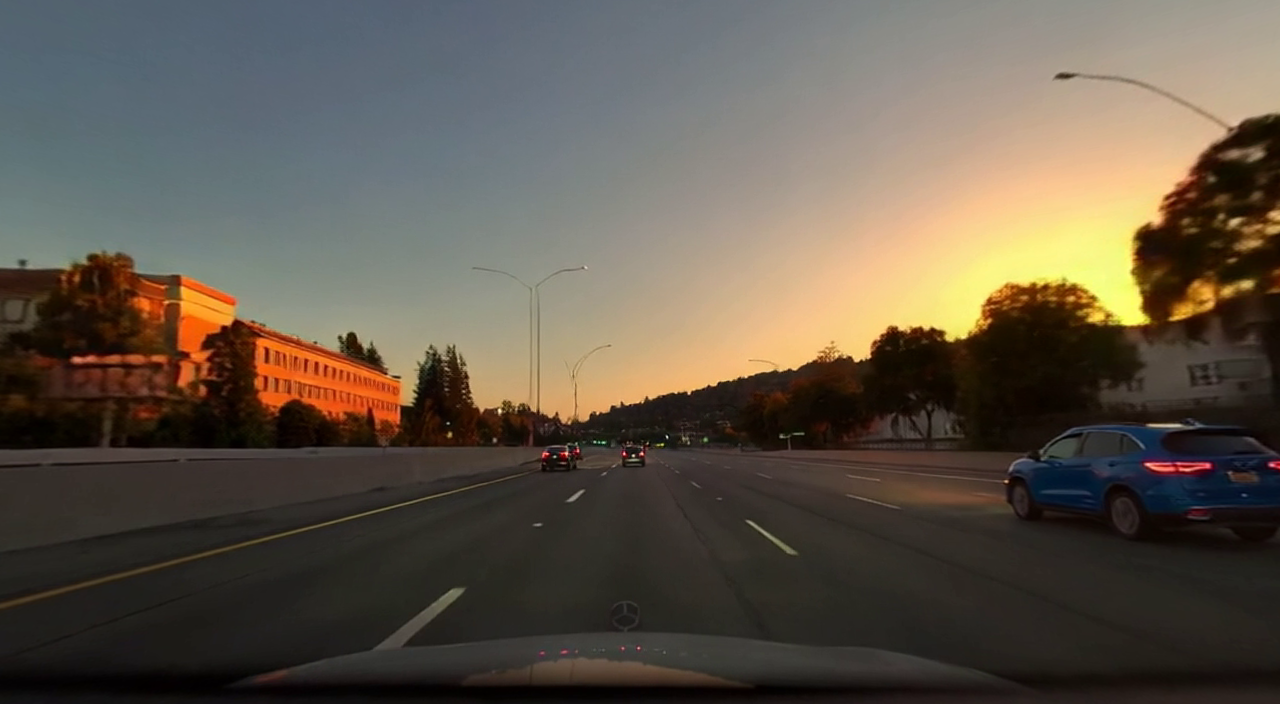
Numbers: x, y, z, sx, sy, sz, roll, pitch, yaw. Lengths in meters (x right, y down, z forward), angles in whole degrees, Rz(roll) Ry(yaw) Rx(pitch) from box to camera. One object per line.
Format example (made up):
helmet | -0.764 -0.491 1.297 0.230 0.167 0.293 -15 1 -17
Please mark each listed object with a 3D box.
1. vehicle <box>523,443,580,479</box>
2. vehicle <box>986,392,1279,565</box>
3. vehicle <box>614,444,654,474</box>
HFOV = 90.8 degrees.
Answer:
vehicle | -3.908 4.904 28.712 1.886 1.465 4.625 0 -9 0
vehicle | 7.379 1.673 9.066 2.028 1.801 4.741 0 -9 -1
vehicle | -0.341 5.704 34.044 1.997 1.485 4.094 0 -9 -1
